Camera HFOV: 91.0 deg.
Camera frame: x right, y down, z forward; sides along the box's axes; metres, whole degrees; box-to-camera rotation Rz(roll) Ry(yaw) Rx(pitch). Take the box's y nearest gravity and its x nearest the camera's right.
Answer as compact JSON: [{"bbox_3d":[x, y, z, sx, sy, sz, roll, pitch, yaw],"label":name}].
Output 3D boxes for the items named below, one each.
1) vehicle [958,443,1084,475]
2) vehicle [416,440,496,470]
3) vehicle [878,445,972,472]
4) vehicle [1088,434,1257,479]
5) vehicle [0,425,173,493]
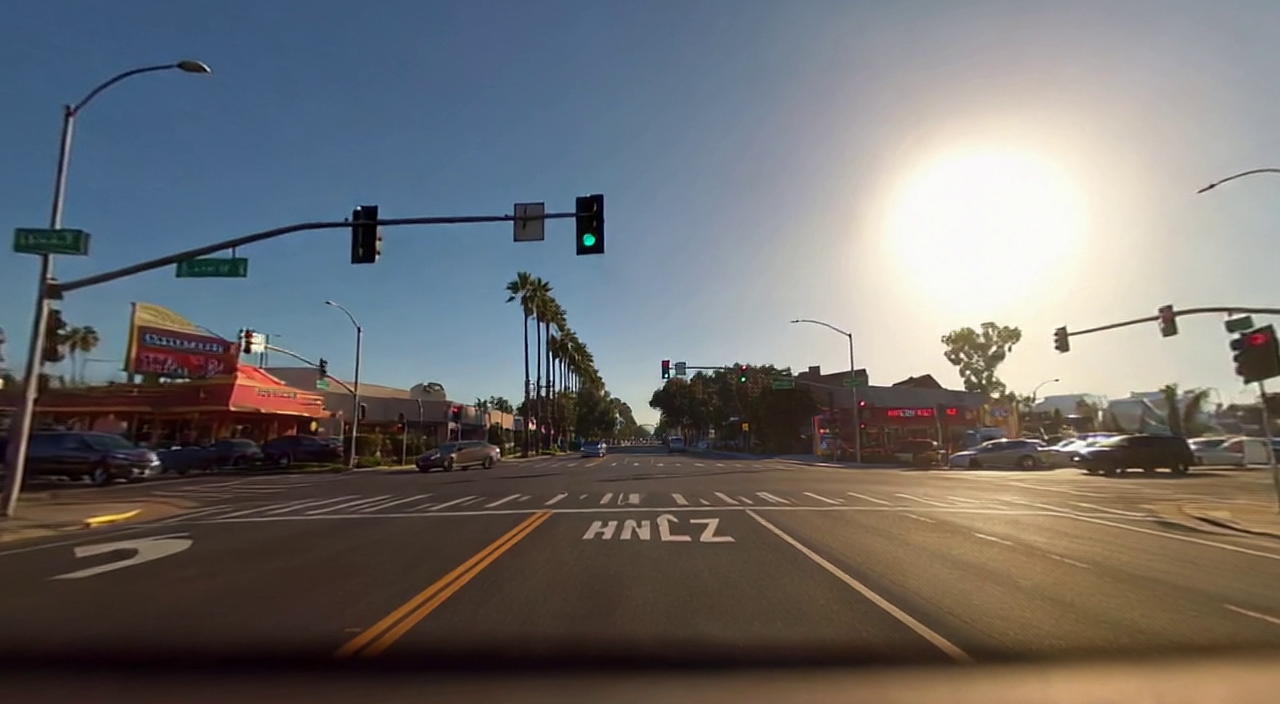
[{"bbox_3d":[18.886,5.312,31.372,4.977,1.508,1.948,0,-9,0],"label":"vehicle"},{"bbox_3d":[-11.340,6.380,39.132,2.045,1.699,4.563,-5,-10,31],"label":"vehicle"},{"bbox_3d":[16.150,6.039,35.828,4.451,1.494,1.857,-1,-9,7],"label":"vehicle"},{"bbox_3d":[23.369,4.580,27.762,5.509,1.873,2.123,0,-9,-1],"label":"vehicle"},{"bbox_3d":[-18.507,3.427,20.327,4.901,2.064,2.296,0,-8,0],"label":"vehicle"}]
